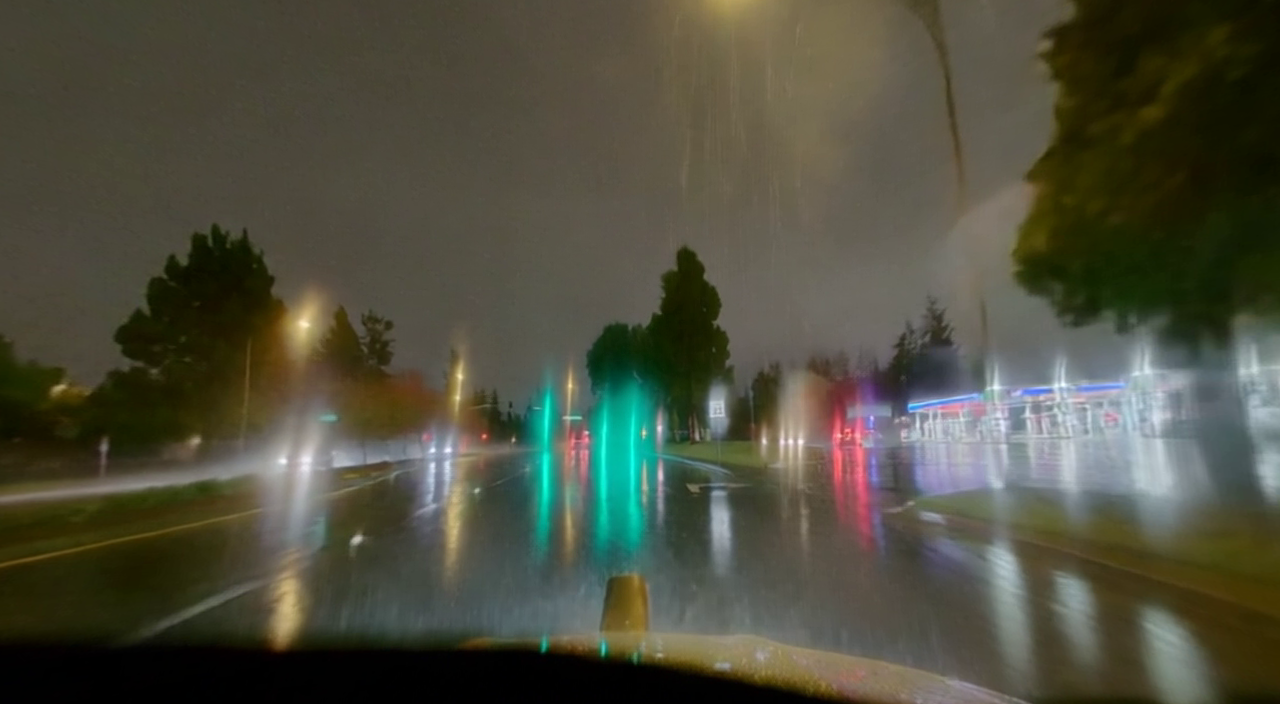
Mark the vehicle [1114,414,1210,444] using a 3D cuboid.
[{"bbox_3d":[32.958,4.894,39.924,4.323,1.447,1.710,-10,-7,31],"label":"vehicle"}]
